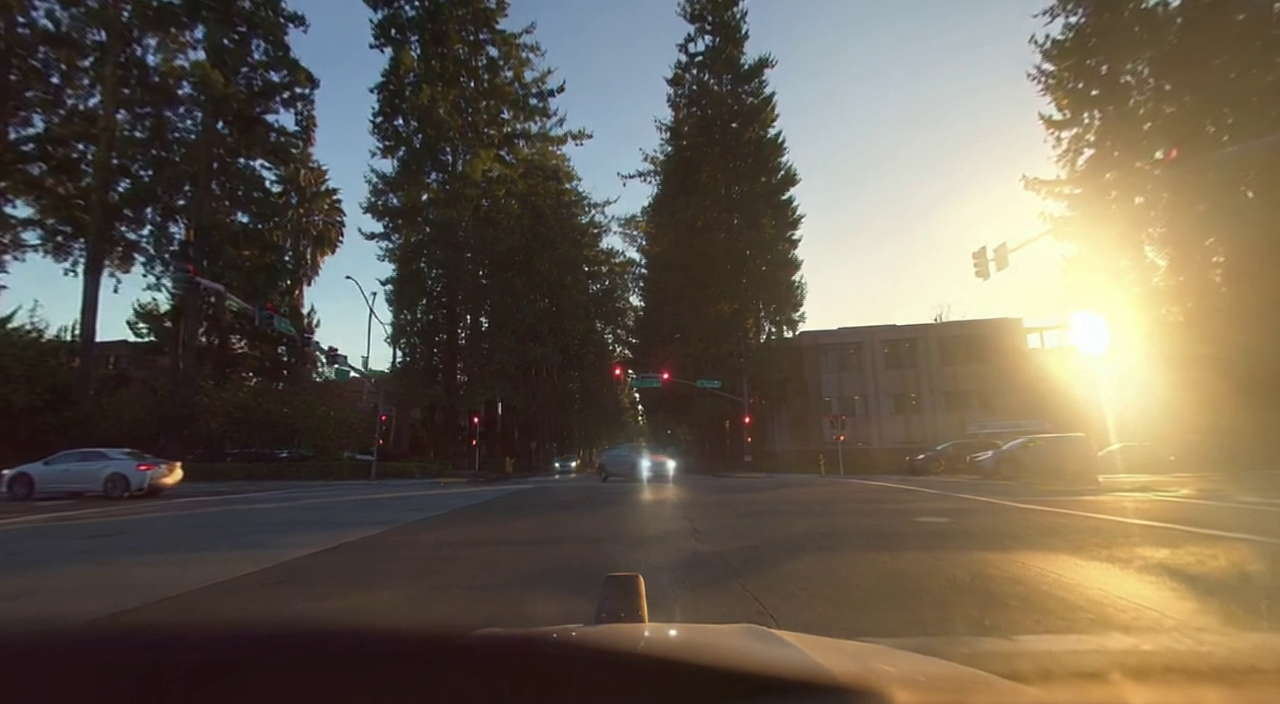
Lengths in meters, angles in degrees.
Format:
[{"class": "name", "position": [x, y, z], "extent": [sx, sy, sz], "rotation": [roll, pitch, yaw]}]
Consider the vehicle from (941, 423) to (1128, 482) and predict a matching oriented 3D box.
[{"class": "vehicle", "position": [16.651, 4.279, 27.007], "extent": [6.109, 2.348, 2.683], "rotation": [0, -8, 1]}]

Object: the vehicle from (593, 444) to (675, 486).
[{"class": "vehicle", "position": [-0.396, 5.149, 29.162], "extent": [2.162, 1.740, 4.728], "rotation": [3, -9, -22]}]

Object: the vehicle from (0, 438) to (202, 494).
[{"class": "vehicle", "position": [-18.650, 3.968, 22.013], "extent": [4.798, 1.763, 2.536], "rotation": [0, -10, 0]}]

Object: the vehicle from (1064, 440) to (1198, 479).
[{"class": "vehicle", "position": [23.212, 5.079, 30.027], "extent": [4.569, 1.794, 2.088], "rotation": [0, -8, 0]}]
